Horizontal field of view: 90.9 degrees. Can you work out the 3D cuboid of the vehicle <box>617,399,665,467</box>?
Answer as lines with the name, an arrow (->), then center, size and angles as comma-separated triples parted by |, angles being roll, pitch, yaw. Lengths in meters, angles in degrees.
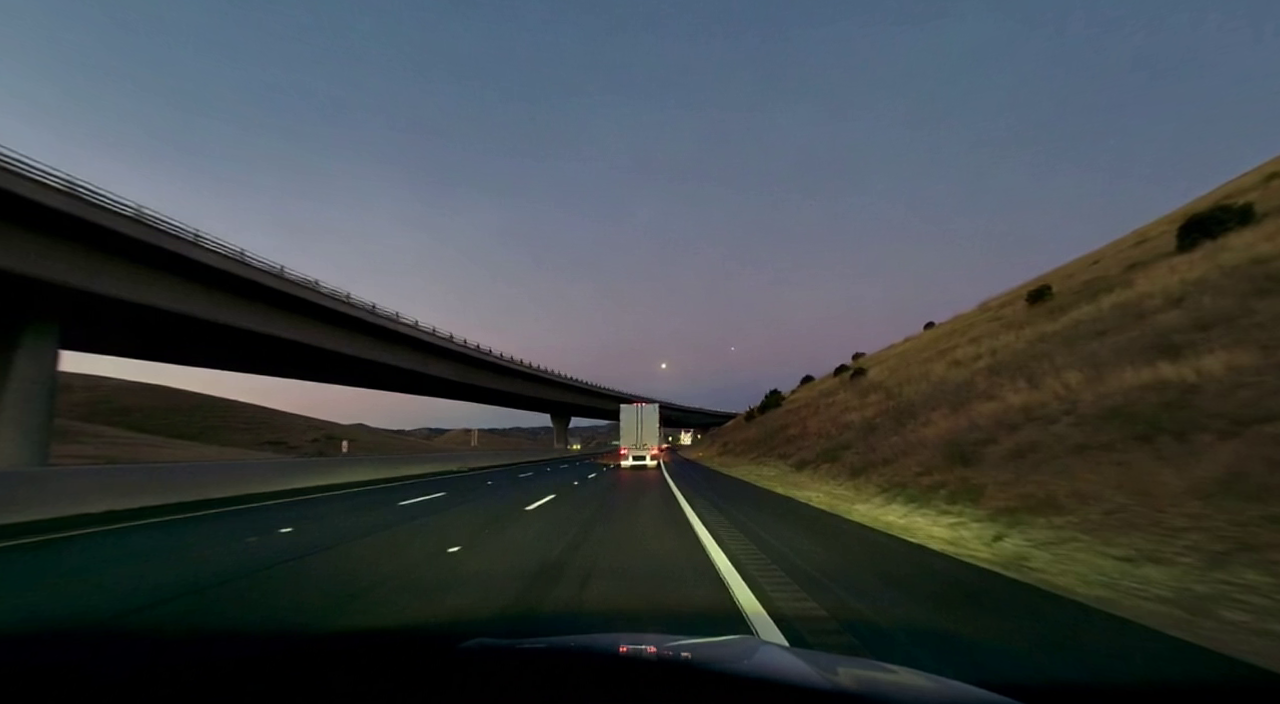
vehicle -> 0.005, 5.631, 43.215 | 2.866, 4.014, 11.261 | 0, -8, -1
